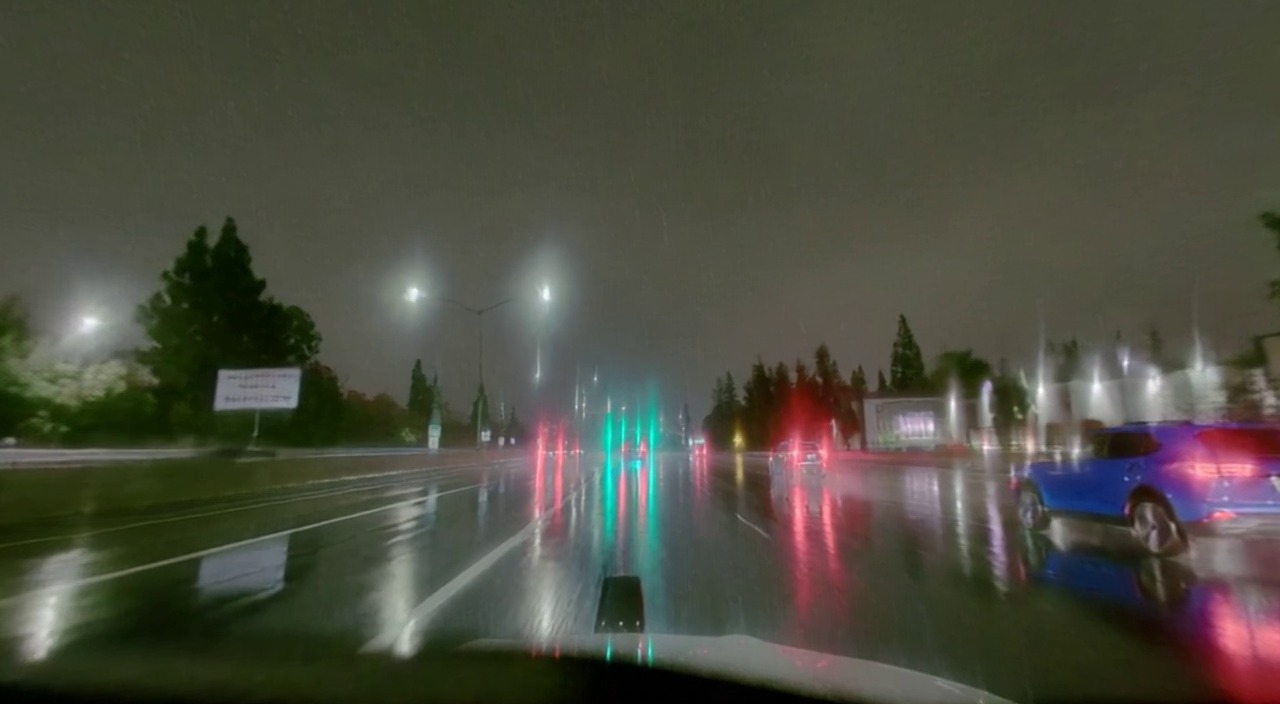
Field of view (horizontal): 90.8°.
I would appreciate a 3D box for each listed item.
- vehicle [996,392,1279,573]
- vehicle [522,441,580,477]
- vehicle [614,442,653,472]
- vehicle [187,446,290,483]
[{"bbox_3d":[7.357,1.655,8.726,2.028,1.801,4.741,0,-8,-1],"label":"vehicle"},{"bbox_3d":[-3.861,4.715,28.066,1.886,1.465,4.625,0,-8,0],"label":"vehicle"},{"bbox_3d":[-0.371,5.729,34.688,1.997,1.485,4.094,0,-8,-1],"label":"vehicle"},{"bbox_3d":[-20.688,5.795,32.887,2.123,1.759,4.920,0,-8,0],"label":"vehicle"}]
